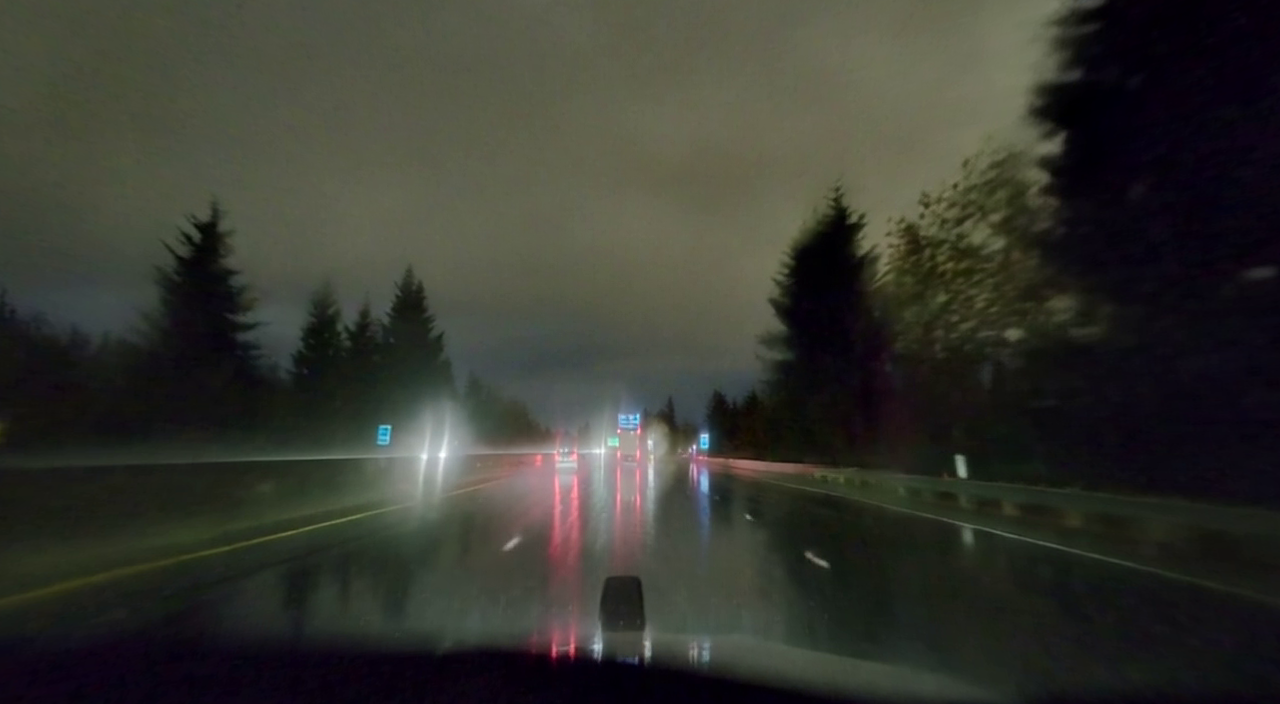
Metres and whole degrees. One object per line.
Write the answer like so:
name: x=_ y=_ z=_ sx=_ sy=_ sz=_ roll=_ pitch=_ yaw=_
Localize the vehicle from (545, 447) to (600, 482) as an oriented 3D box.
vehicle: x=-3.226 y=5.477 z=31.067 sx=2.184 sy=1.574 sz=5.004 roll=0 pitch=-9 yaw=-1
